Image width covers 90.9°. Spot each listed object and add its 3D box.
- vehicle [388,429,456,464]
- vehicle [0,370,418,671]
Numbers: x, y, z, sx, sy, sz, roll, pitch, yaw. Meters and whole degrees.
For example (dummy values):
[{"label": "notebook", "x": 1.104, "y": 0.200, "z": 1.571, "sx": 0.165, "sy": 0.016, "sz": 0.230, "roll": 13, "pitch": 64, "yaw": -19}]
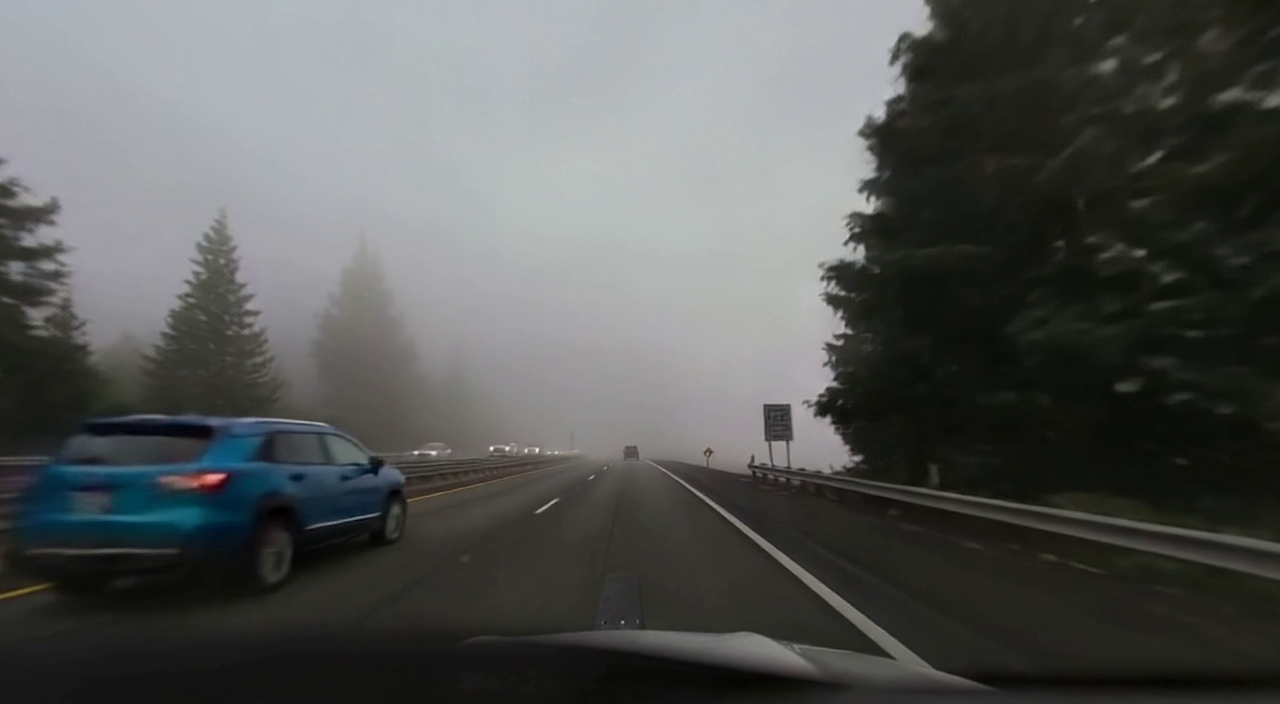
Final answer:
[{"label": "vehicle", "x": -12.861, "y": 5.640, "z": 37.617, "sx": 2.204, "sy": 1.903, "sz": 5.271, "roll": 0, "pitch": -9, "yaw": 0}, {"label": "vehicle", "x": -4.034, "y": 1.327, "z": 5.999, "sx": 2.135, "sy": 1.755, "sz": 4.476, "roll": 0, "pitch": -9, "yaw": 1}]
